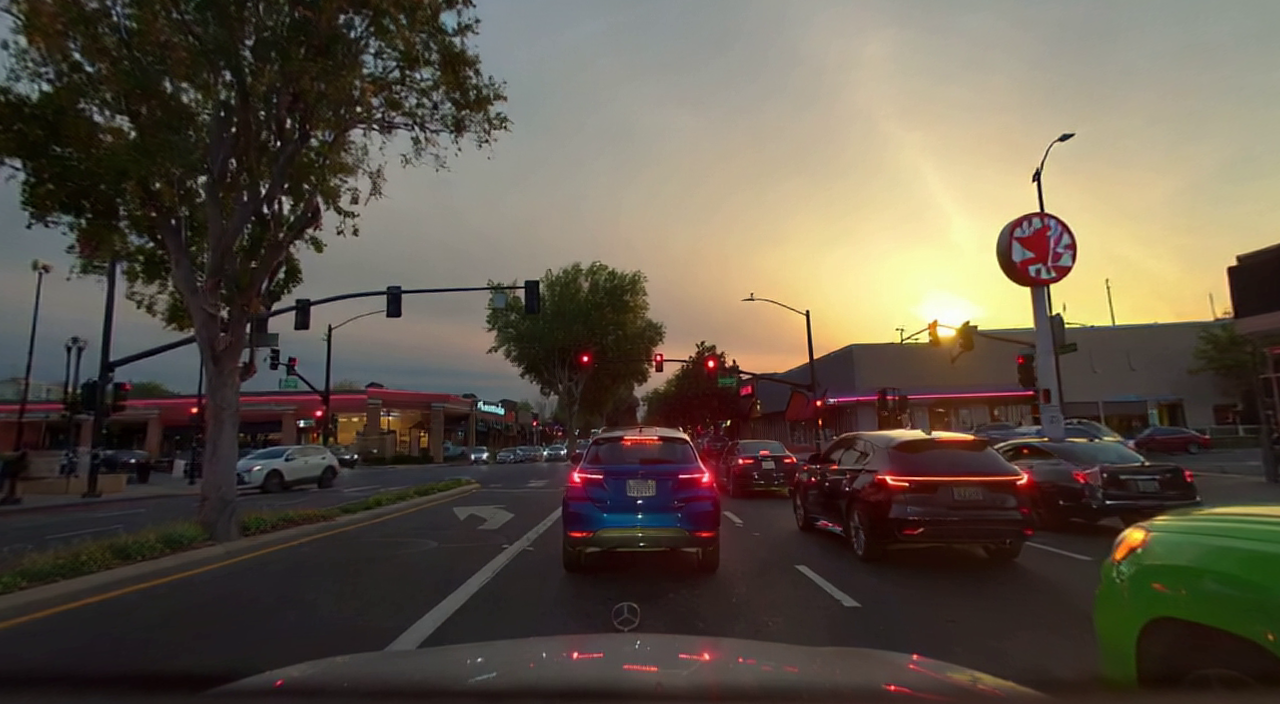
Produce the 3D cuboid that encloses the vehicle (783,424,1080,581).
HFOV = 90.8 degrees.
[{"bbox_3d":[3.319,1.781,8.295,1.865,1.496,4.170,0,-9,0],"label":"vehicle"}]

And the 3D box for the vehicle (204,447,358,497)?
[{"bbox_3d":[-12.833,4.233,22.741,4.265,1.604,2.269,8,-12,-44],"label":"vehicle"}]

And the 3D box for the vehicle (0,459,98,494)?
[{"bbox_3d":[-27.222,5.497,28.067,4.285,1.427,1.883,3,-9,-23],"label":"vehicle"}]

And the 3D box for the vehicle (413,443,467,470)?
[{"bbox_3d":[-15.086,7.891,48.049,2.395,1.903,4.860,-1,-9,1],"label":"vehicle"}]

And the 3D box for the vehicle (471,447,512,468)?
[{"bbox_3d":[-11.276,8.002,48.245,2.099,1.478,4.411,0,-9,0],"label":"vehicle"}]

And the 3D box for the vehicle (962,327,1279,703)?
[{"bbox_3d":[2.984,0.704,1.557,2.075,1.661,4.401,0,-9,1],"label":"vehicle"}]

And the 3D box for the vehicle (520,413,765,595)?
[{"bbox_3d":[0.002,1.625,7.507,2.154,1.577,3.723,0,-9,-1],"label":"vehicle"}]
